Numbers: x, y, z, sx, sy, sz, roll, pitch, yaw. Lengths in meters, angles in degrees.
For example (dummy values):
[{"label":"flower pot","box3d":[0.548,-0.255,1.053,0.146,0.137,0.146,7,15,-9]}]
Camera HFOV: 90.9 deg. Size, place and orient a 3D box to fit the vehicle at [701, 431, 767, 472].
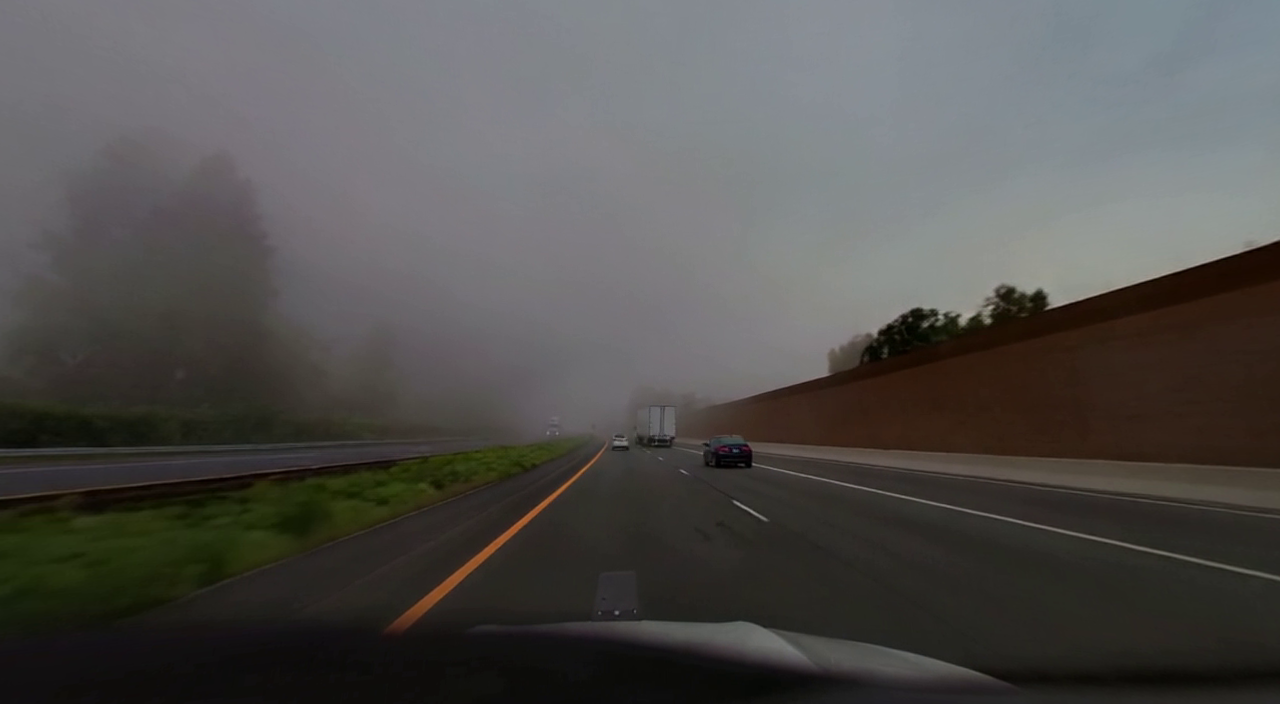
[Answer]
[{"label":"vehicle","box3d":[3.639,3.905,25.163,1.813,1.454,4.197,0,-7,-3]}]
